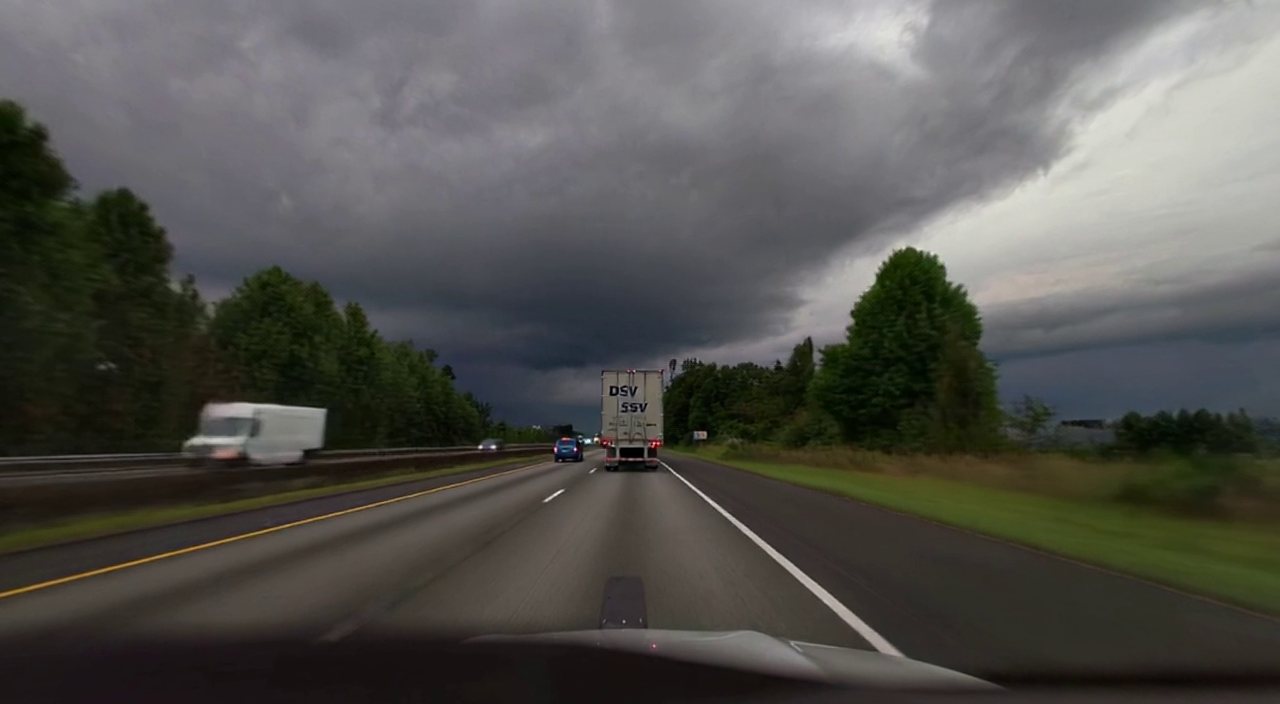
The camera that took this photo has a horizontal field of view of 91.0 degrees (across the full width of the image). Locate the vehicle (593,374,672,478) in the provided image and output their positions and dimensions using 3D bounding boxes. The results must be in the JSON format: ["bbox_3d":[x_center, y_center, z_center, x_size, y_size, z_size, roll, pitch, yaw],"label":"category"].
[{"bbox_3d":[-0.397,3.517,29.036,2.969,3.957,10.270,0,-8,-1],"label":"vehicle"}]

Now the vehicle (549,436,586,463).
[{"bbox_3d":[-5.085,6.889,44.648,2.086,1.778,4.544,0,-8,0],"label":"vehicle"}]
